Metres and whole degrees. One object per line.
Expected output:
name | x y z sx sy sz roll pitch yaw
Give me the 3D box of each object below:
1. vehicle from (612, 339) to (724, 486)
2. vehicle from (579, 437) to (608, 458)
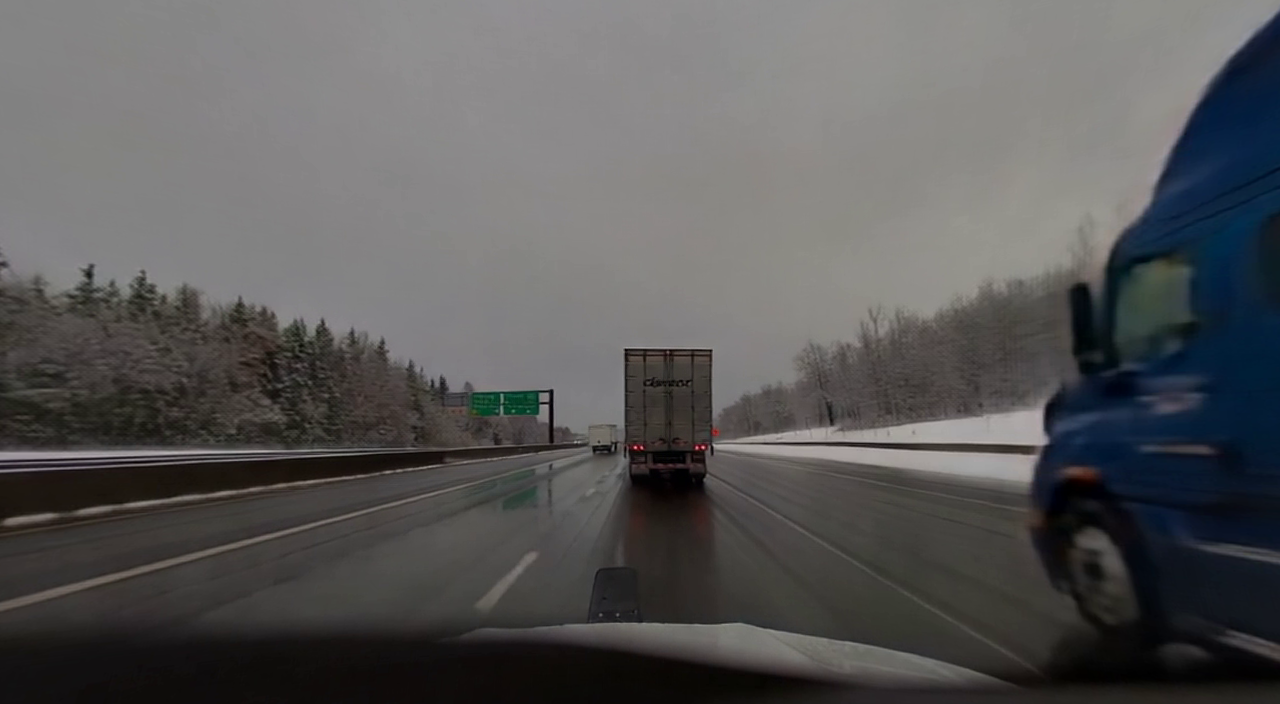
vehicle | 0.729 2.232 21.561 2.920 3.860 10.035 0 -8 0
vehicle | -3.524 7.178 47.478 2.075 1.509 3.835 0 -8 -4
